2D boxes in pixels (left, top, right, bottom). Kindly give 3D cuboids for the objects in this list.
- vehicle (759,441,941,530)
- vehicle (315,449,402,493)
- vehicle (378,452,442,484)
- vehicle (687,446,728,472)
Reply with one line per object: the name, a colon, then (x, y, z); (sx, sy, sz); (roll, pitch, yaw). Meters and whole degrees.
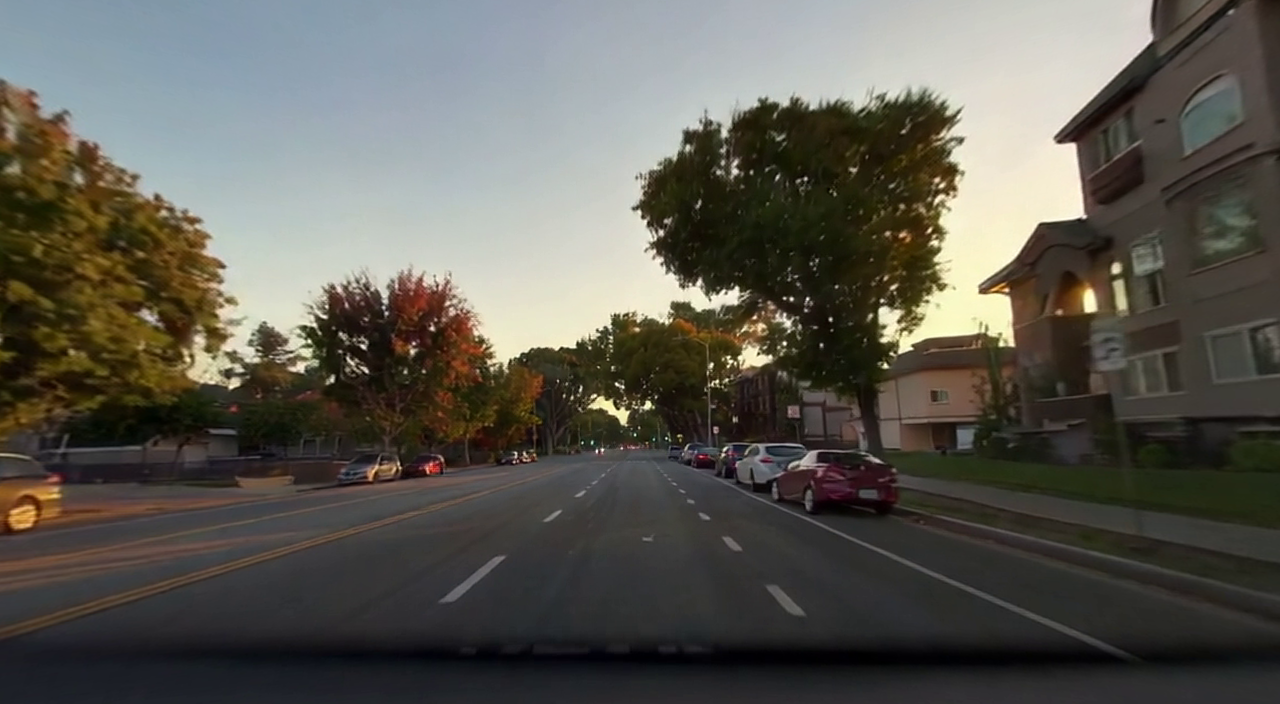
vehicle: (3.996, 2.609, 13.096); (2.100, 1.478, 4.816); (0, -8, 0)
vehicle: (-13.687, 5.773, 31.124); (2.220, 1.747, 4.980); (-2, -8, -2)
vehicle: (-14.007, 7.073, 38.819); (2.239, 1.645, 4.700); (-2, -8, -1)
vehicle: (4.013, 6.410, 38.058); (1.845, 1.443, 4.531); (0, -8, -2)
